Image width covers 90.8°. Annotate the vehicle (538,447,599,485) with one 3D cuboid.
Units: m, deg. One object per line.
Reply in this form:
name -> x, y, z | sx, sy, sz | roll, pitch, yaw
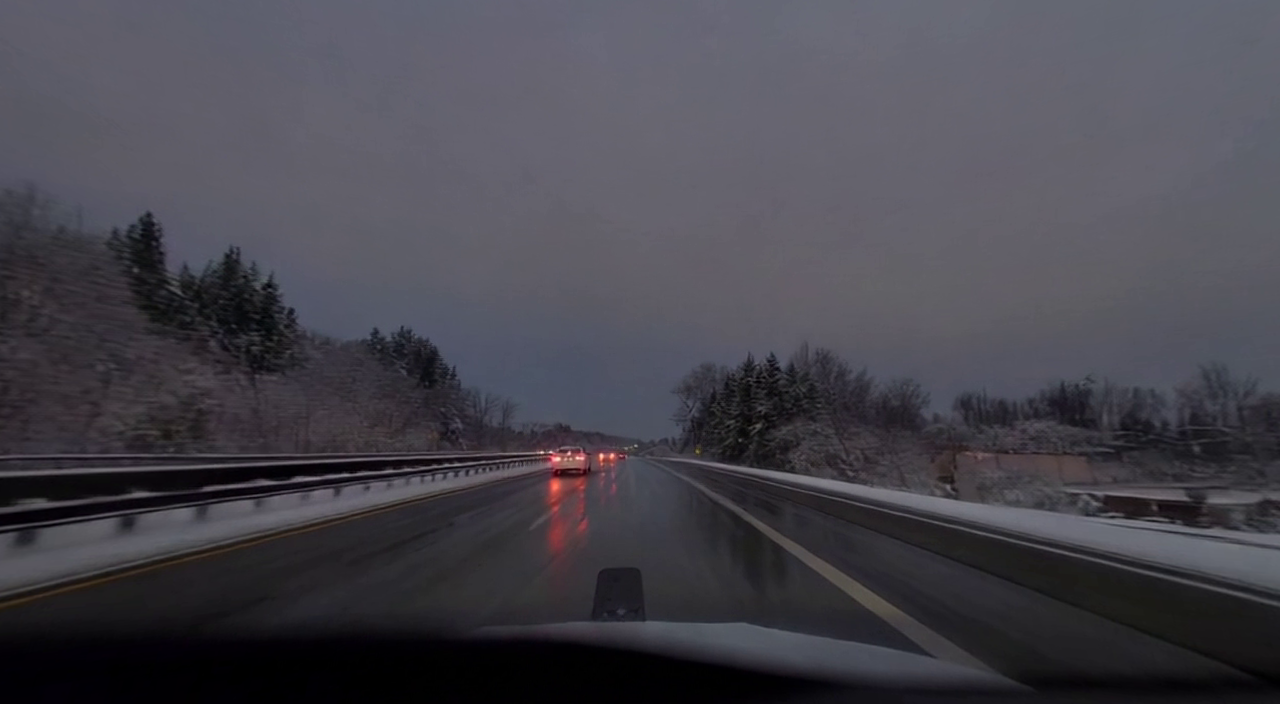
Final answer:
vehicle -> -3.168, 5.166, 28.995 | 2.184, 1.574, 5.004 | 0, -9, 0
